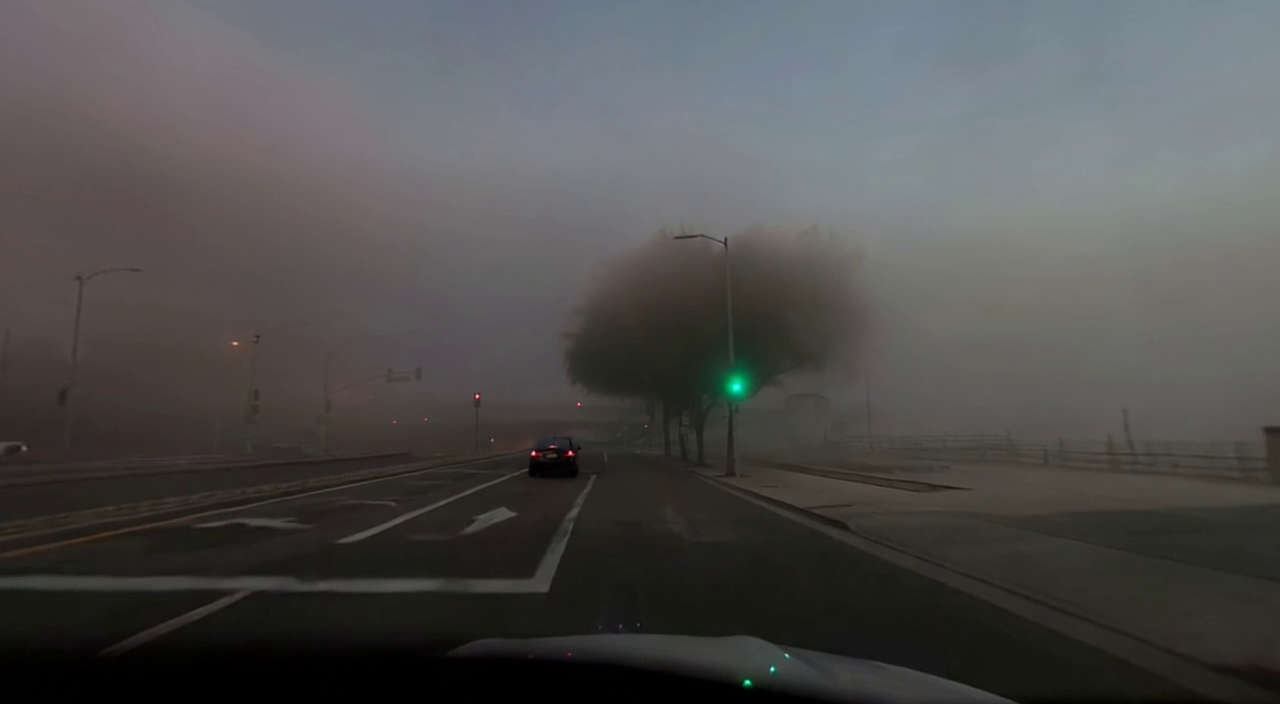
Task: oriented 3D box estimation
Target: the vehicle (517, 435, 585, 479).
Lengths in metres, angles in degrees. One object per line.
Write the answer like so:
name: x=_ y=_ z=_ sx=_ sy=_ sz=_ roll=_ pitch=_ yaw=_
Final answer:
vehicle: x=-3.207 y=3.914 z=23.702 sx=2.154 sy=1.465 sz=4.532 roll=1 pitch=-9 yaw=-3
